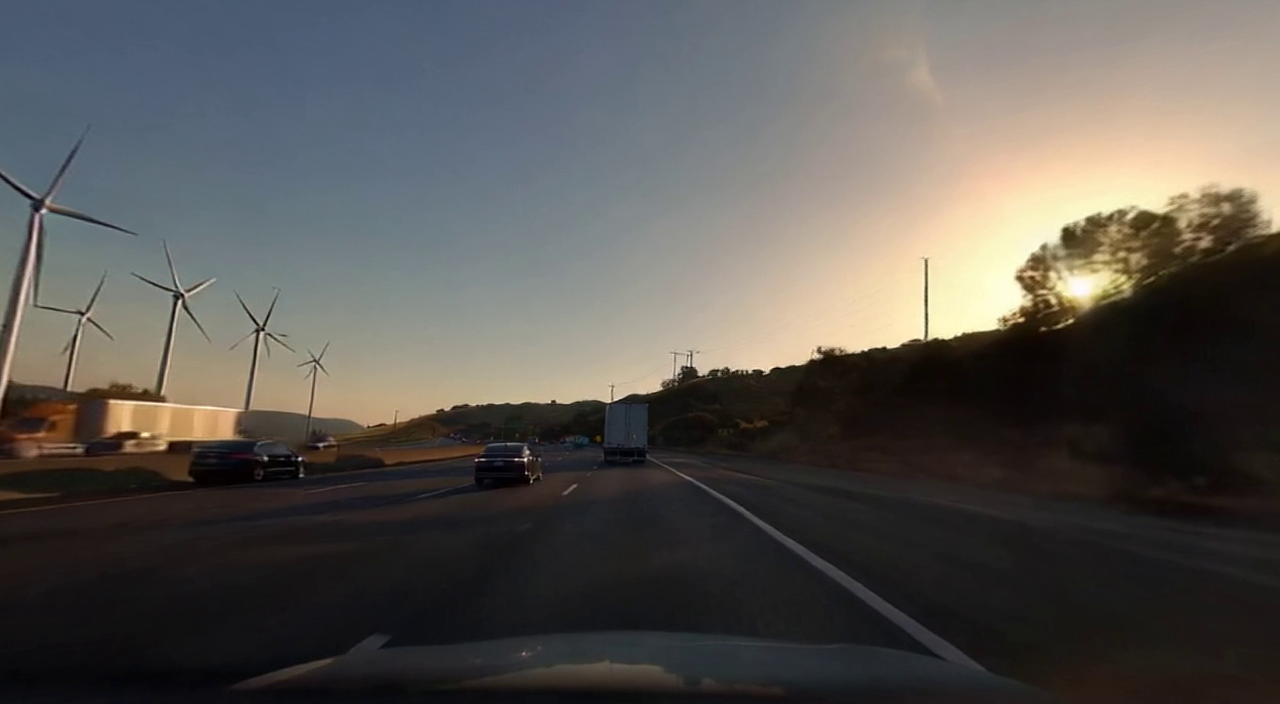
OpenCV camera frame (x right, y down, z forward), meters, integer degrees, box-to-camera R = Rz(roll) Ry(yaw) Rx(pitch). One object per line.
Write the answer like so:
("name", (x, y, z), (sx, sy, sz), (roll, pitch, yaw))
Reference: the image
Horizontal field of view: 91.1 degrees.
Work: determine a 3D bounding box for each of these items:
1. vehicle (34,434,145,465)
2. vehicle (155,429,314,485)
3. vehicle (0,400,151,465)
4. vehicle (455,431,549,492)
("vehicle", (-29.437, 5.245, 33.808), (1.949, 1.537, 4.581), (0, -8, -2))
("vehicle", (-14.945, 3.910, 23.708), (2.285, 1.835, 5.672), (0, -8, -1))
("vehicle", (-37.781, 5.508, 42.497), (3.004, 3.920, 8.026), (0, -8, -3))
("vehicle", (-4.142, 3.332, 19.507), (2.109, 1.684, 3.783), (0, -8, -1))
